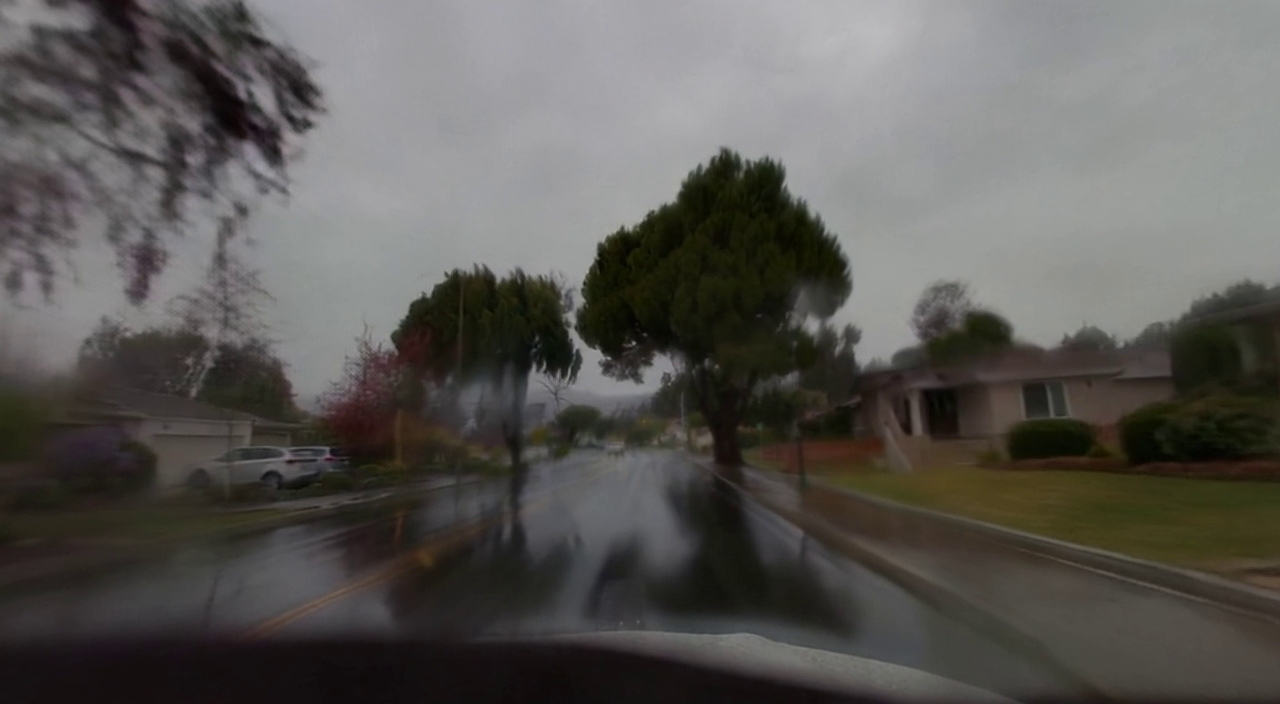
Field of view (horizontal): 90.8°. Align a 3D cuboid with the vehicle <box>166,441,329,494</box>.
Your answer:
[{"bbox_3d":[-13.714,4.049,22.338,4.370,1.761,1.901,1,-9,-6],"label":"vehicle"}]
